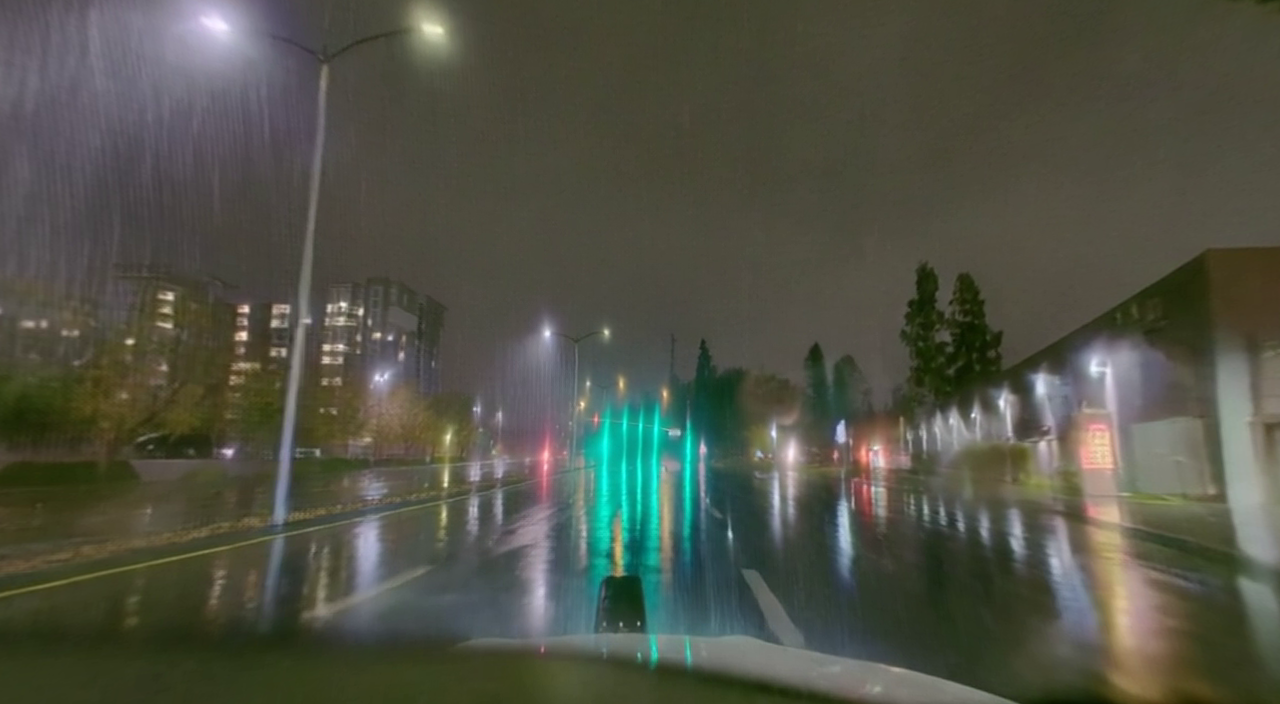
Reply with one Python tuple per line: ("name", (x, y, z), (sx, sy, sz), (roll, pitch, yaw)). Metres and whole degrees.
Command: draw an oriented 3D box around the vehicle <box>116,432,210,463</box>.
("vehicle", (-32.650, 6.543, 43.397), (4.579, 1.962, 2.161), (1, -9, -16))
